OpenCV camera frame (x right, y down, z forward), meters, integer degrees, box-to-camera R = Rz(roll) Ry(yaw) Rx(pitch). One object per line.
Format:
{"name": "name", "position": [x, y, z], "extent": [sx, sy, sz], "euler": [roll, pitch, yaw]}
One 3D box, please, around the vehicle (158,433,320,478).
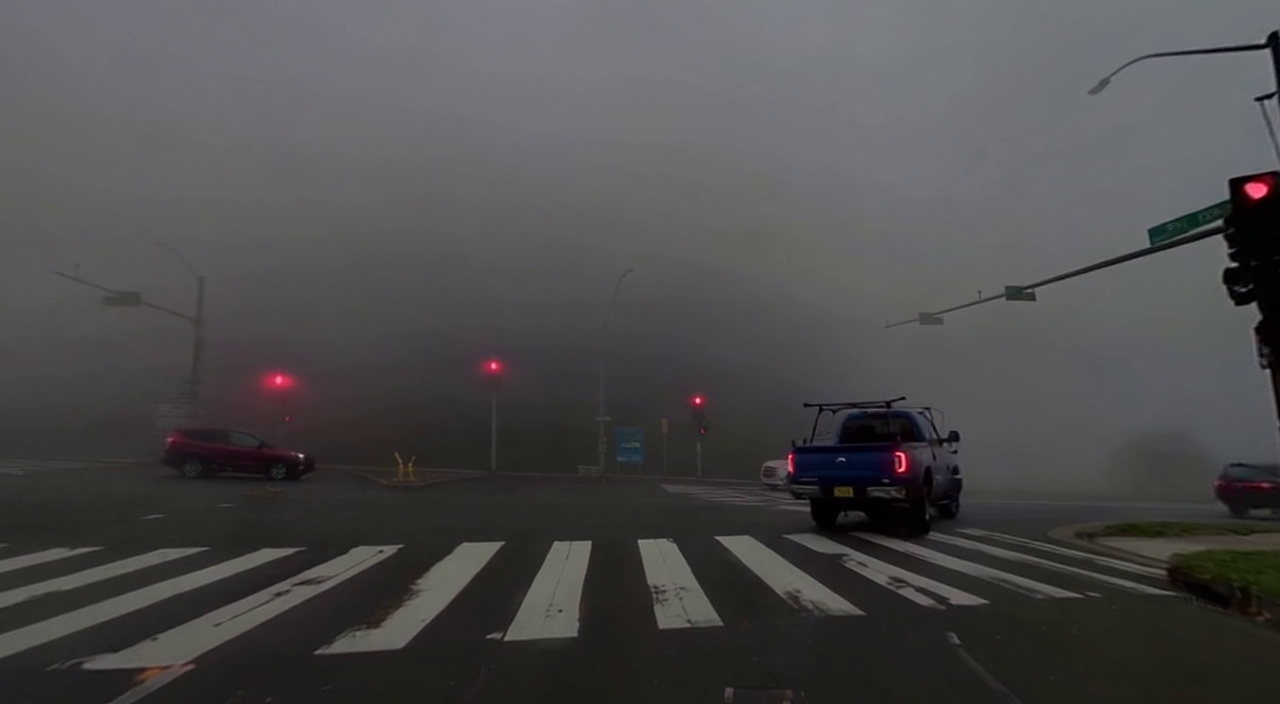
{"name": "vehicle", "position": [-15.218, 3.937, 24.163], "extent": [1.964, 1.525, 4.750], "euler": [-7, -11, 40]}

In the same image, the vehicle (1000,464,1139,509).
{"name": "vehicle", "position": [17.891, 5.610, 26.386], "extent": [4.356, 1.498, 1.957], "euler": [-3, -8, -2]}

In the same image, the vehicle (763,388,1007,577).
{"name": "vehicle", "position": [4.724, 2.148, 11.379], "extent": [2.851, 2.400, 5.978], "euler": [-5, -10, 32]}
